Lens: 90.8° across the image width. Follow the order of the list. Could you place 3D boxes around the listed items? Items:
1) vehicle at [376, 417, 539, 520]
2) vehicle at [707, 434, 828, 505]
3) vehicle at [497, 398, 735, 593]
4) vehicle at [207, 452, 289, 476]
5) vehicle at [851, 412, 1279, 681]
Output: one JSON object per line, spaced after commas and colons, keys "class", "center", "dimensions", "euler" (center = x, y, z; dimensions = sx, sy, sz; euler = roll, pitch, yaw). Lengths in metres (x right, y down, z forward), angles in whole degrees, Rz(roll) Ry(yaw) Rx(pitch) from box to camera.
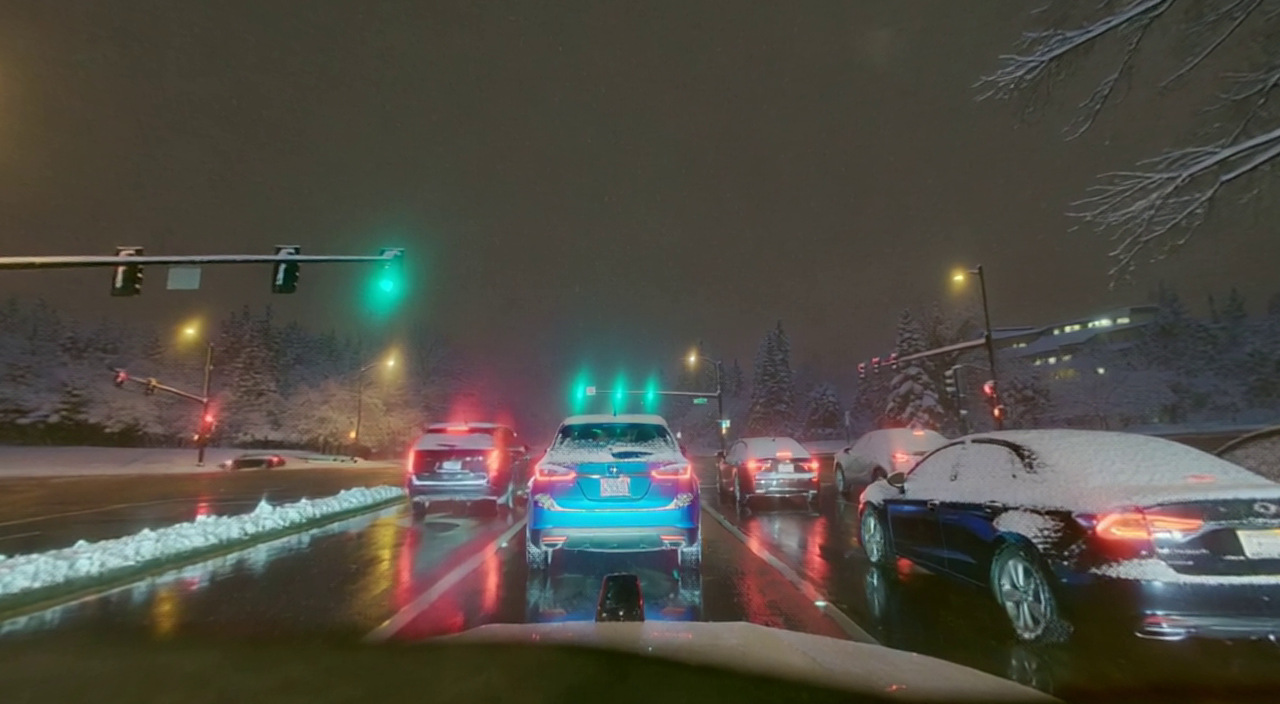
{"class": "vehicle", "center": [-3.629, 2.430, 13.724], "dimensions": [2.186, 1.794, 4.972], "euler": [0, -8, -2]}
{"class": "vehicle", "center": [2.981, 2.853, 15.770], "dimensions": [1.950, 1.506, 4.086], "euler": [0, -8, -3]}
{"class": "vehicle", "center": [-0.269, 1.551, 7.619], "dimensions": [2.101, 1.707, 3.904], "euler": [0, -8, -2]}
{"class": "vehicle", "center": [-26.150, 7.461, 42.163], "dimensions": [4.369, 1.466, 1.791], "euler": [-1, -8, 6]}
{"class": "vehicle", "center": [3.626, 1.392, 5.698], "dimensions": [1.861, 1.478, 4.185], "euler": [0, -8, -2]}
